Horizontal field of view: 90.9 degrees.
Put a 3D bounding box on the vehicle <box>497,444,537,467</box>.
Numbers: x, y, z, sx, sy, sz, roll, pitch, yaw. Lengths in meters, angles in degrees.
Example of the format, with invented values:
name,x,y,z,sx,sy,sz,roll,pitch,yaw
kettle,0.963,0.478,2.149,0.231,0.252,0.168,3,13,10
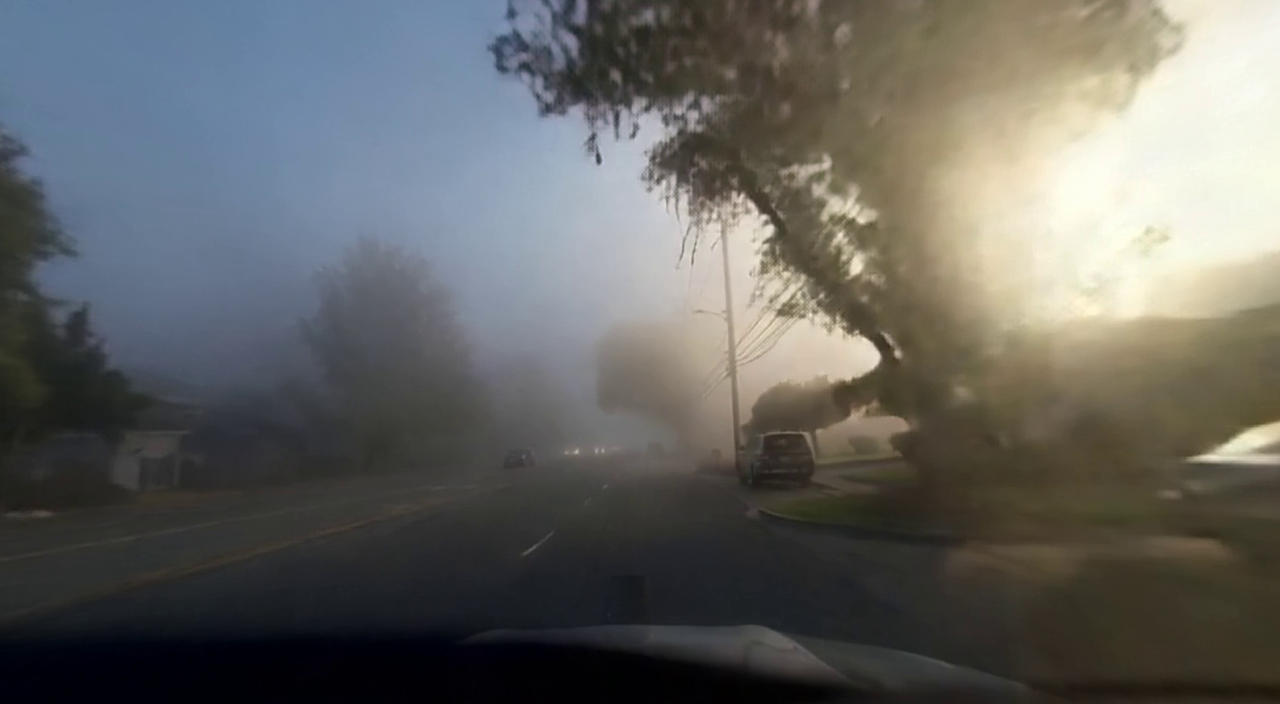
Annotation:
name,x,y,z,sx,sy,sz,roll,pitch,yaw
vehicle,-8.568,7.218,44.241,1.915,1.539,4.106,0,-9,2

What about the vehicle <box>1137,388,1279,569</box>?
name,x,y,z,sx,sy,sz,roll,pitch,yaw
vehicle,7.929,1.176,5.997,4.719,1.556,1.869,0,-8,1

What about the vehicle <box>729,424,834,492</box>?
name,x,y,z,sx,sy,sz,roll,pitch,yaw
vehicle,4.316,3.334,20.135,2.228,1.885,4.854,0,-8,0
